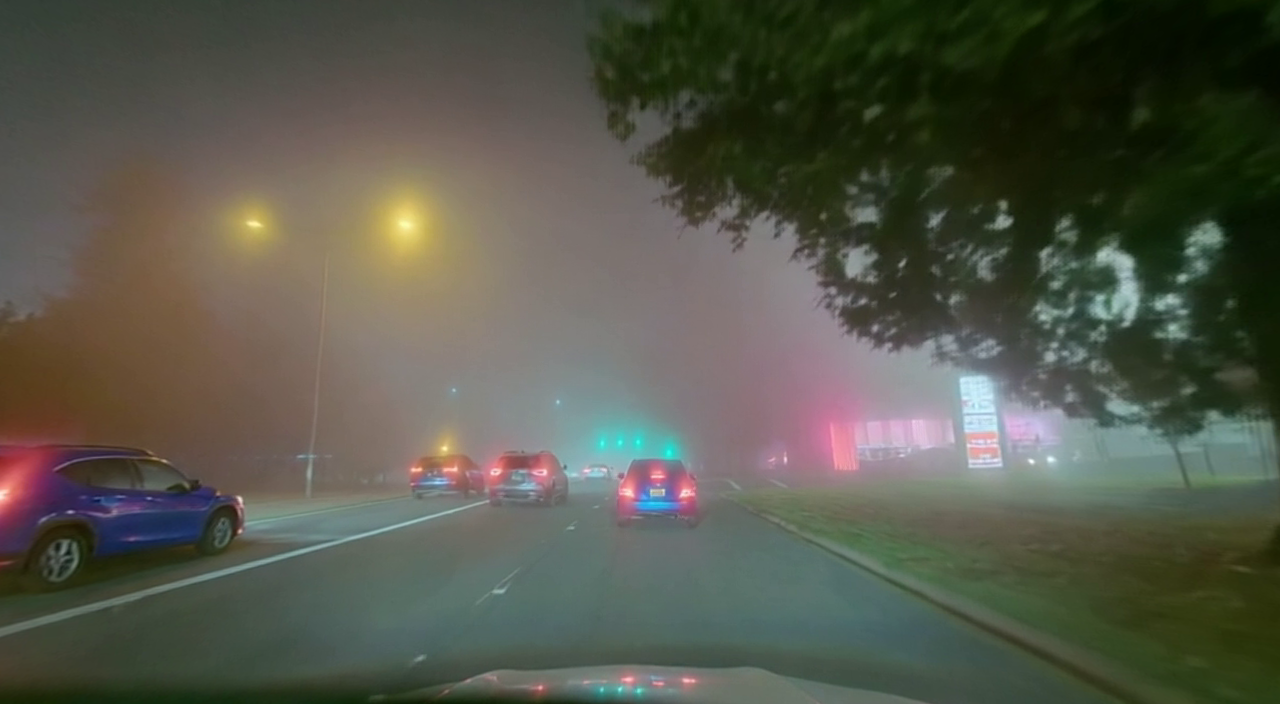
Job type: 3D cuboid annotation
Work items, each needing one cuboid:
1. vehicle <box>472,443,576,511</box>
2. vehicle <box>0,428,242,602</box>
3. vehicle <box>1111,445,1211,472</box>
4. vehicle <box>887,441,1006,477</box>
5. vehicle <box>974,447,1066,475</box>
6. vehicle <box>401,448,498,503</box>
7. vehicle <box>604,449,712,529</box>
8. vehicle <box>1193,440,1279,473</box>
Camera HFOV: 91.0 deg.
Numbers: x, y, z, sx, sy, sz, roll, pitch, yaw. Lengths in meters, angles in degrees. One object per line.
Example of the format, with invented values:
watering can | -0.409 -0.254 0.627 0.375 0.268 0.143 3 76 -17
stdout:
vehicle | -3.202 3.543 18.468 2.055 1.725 4.732 0 -9 1
vehicle | -7.126 1.780 7.449 1.968 1.657 4.230 0 -9 1
vehicle | 30.546 6.205 36.988 1.757 1.496 4.200 7 -11 -42
vehicle | 18.198 6.311 37.571 5.852 1.962 2.323 -8 -11 41
vehicle | 22.463 6.469 37.298 4.220 1.550 1.935 -9 -13 43
vehicle | -6.787 4.421 22.975 2.032 1.767 4.549 0 -9 1
vehicle | 0.390 2.970 14.254 2.091 1.494 3.962 0 -9 1
vehicle | 35.010 6.124 36.702 3.950 1.521 1.741 -15 -17 39
